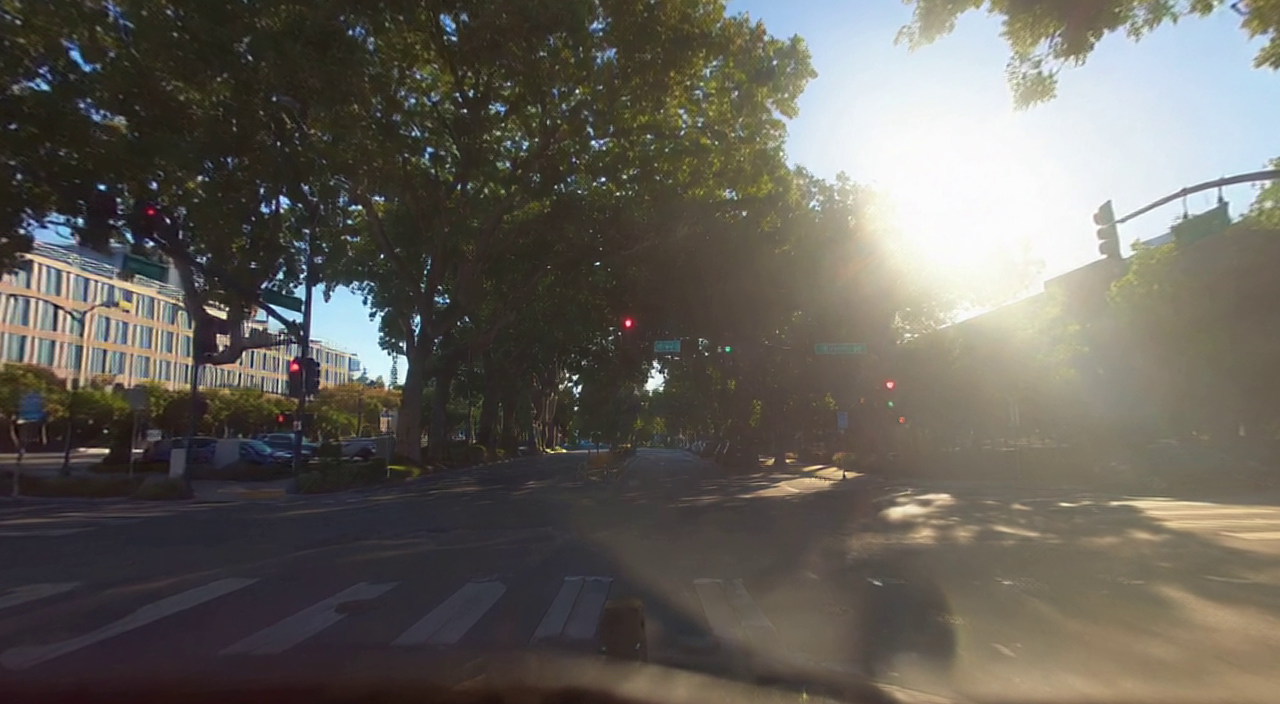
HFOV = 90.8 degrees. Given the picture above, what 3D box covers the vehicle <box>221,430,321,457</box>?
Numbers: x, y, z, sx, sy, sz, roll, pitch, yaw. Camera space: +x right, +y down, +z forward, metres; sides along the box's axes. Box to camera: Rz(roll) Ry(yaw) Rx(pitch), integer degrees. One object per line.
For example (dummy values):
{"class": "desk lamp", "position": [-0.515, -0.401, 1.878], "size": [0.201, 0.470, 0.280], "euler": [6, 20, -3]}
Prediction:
{"class": "vehicle", "position": [-22.396, 5.570, 38.512], "size": [4.765, 1.593, 1.891], "euler": [1, -9, -7]}
